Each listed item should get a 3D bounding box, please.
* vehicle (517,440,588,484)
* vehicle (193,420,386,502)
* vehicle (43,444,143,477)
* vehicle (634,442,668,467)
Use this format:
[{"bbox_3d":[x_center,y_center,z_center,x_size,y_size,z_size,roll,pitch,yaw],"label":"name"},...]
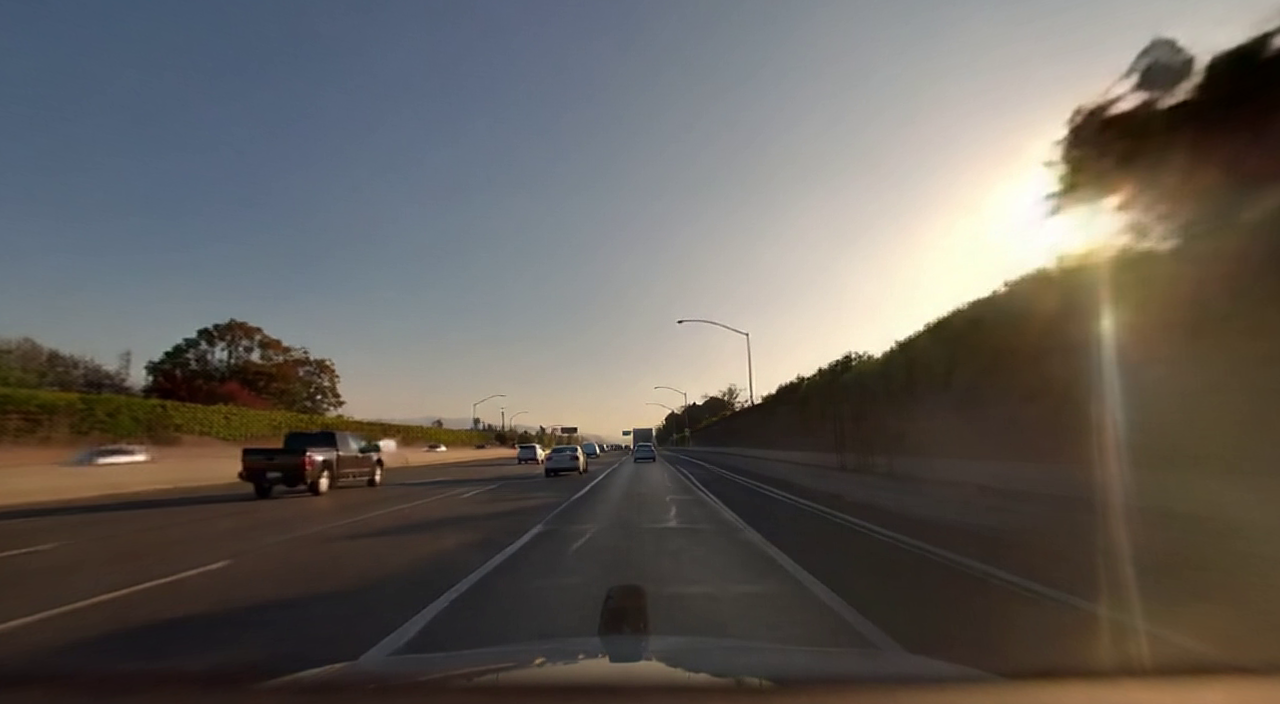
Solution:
[{"bbox_3d":[-3.210,4.125,23.948,2.056,1.480,4.022,0,-9,1],"label":"vehicle"},{"bbox_3d":[-9.940,3.154,18.724,2.339,2.018,5.790,0,-8,1],"label":"vehicle"},{"bbox_3d":[-25.467,5.056,29.513,1.534,1.418,3.461,-1,-9,1],"label":"vehicle"},{"bbox_3d":[0.642,6.563,40.670,2.073,1.480,4.343,0,-9,0],"label":"vehicle"}]
